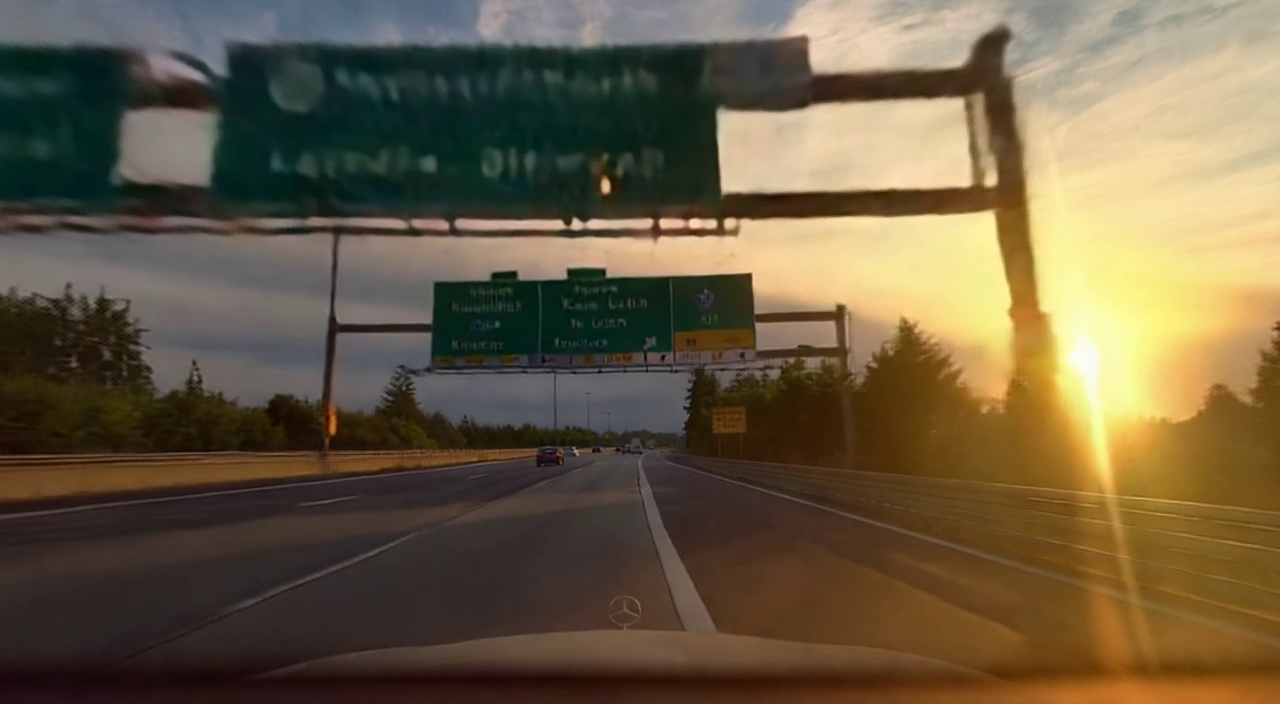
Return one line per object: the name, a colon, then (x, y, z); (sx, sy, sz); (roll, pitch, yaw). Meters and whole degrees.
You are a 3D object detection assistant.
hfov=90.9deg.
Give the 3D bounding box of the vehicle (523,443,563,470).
vehicle: (-6.082, 6.617, 40.055); (1.875, 1.587, 4.687); (0, -9, -1)
